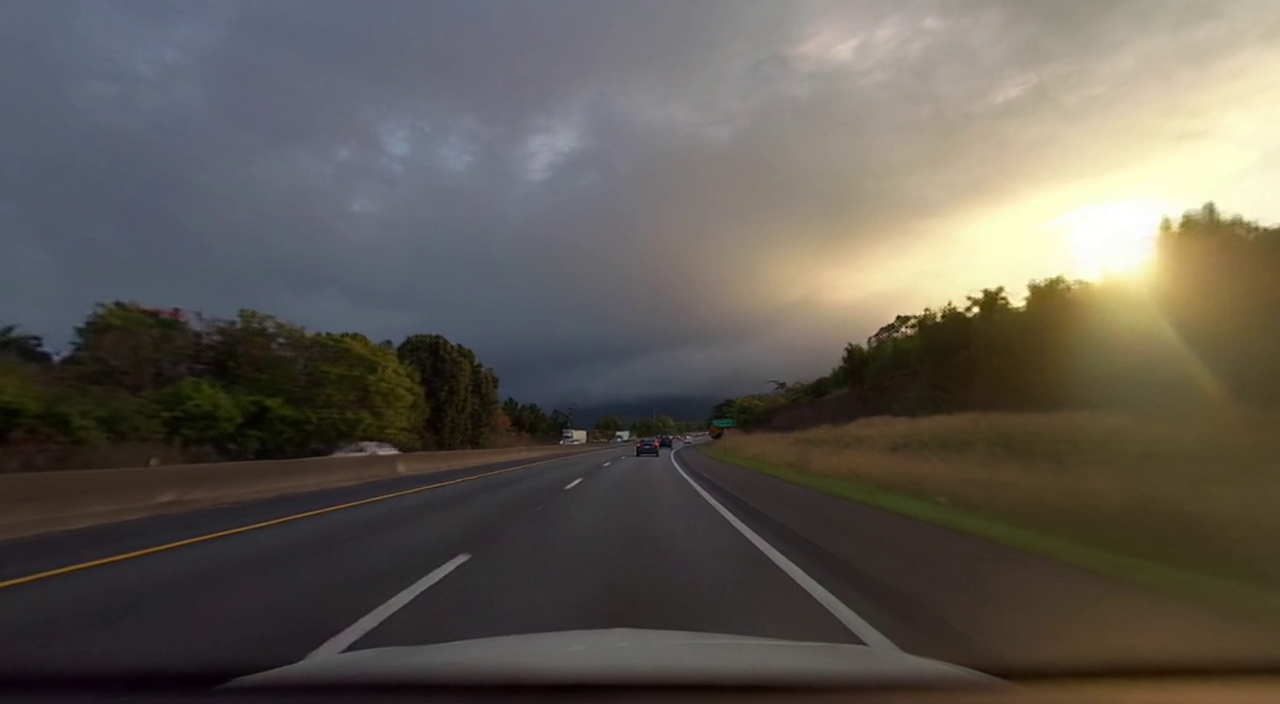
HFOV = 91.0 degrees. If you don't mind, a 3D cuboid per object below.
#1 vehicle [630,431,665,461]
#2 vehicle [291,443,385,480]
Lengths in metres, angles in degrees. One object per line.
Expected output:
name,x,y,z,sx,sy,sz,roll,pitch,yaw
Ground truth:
vehicle,0.497,6.260,41.899,2.188,1.825,4.282,-1,-8,1
vehicle,-13.632,4.941,28.747,1.937,1.531,4.451,-1,-8,2
